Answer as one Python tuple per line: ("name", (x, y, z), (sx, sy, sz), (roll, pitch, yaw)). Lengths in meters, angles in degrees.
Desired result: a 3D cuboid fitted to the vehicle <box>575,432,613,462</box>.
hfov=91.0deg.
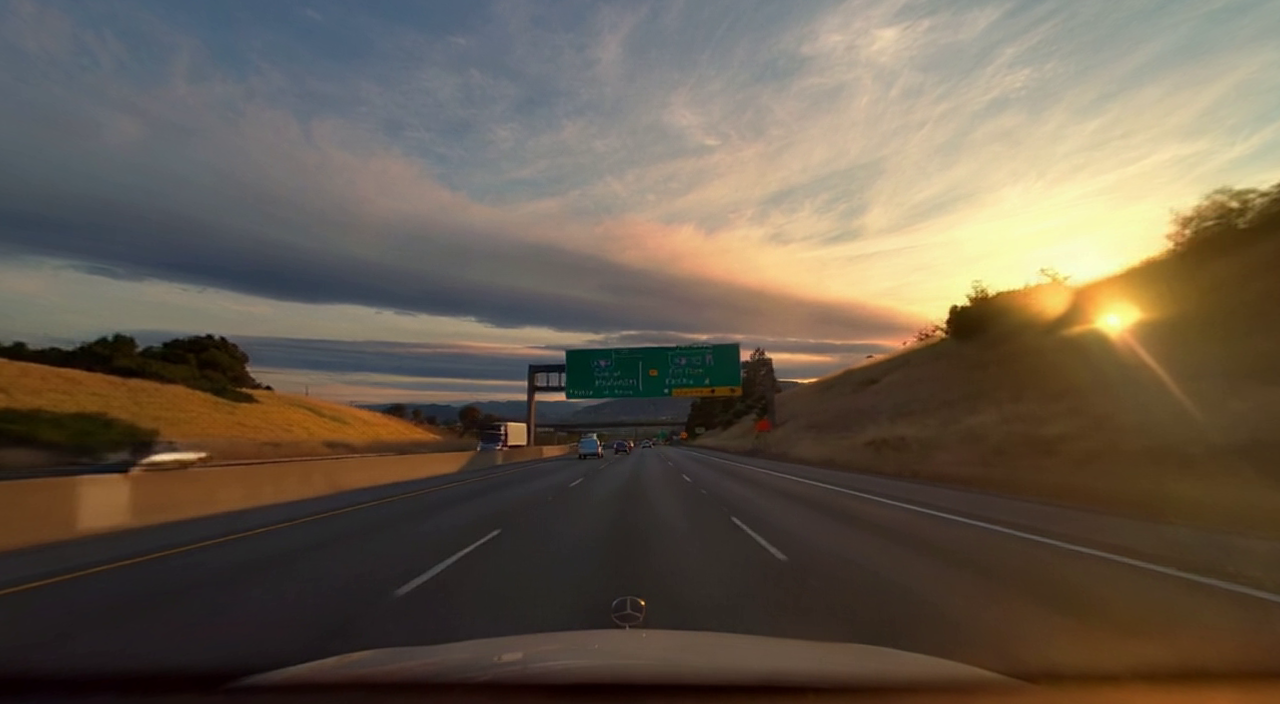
("vehicle", (-3.236, 6.780, 44.873), (2.286, 2.011, 4.452), (0, -8, 1))
